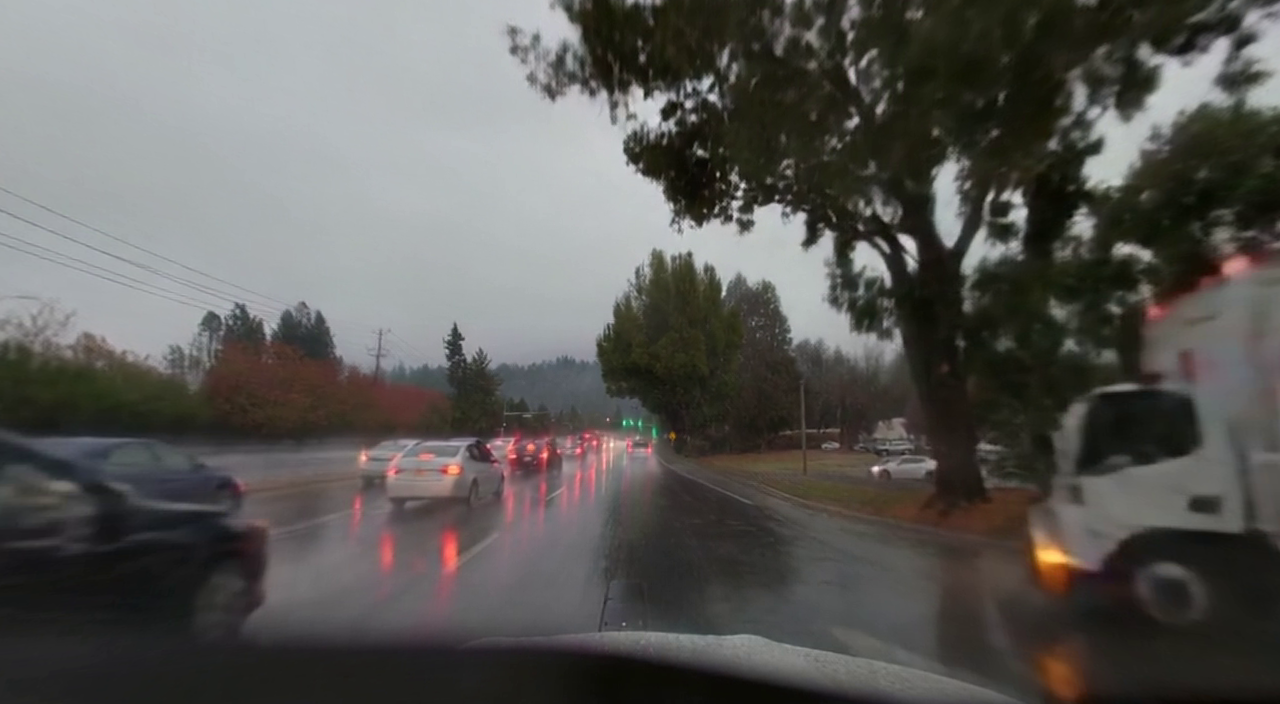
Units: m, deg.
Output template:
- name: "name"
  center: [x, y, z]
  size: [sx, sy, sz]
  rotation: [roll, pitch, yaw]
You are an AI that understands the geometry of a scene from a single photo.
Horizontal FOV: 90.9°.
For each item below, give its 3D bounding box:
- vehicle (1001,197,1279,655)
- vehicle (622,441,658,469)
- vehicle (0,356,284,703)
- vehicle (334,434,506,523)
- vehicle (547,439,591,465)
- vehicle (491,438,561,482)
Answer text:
- name: "vehicle"
  center: [7.382, 0.317, 3.406]
  size: [3.138, 3.120, 8.670]
  rotation: [7, -11, -42]
- name: "vehicle"
  center: [0.004, 5.632, 34.629]
  size: [1.875, 1.453, 3.888]
  rotation: [0, -8, 0]
- name: "vehicle"
  center: [-3.536, 0.812, 2.145]
  size: [2.007, 1.664, 4.431]
  rotation: [0, -8, 1]
- name: "vehicle"
  center: [-4.226, 2.488, 13.012]
  size: [1.904, 1.496, 4.481]
  rotation: [0, -8, 0]
- name: "vehicle"
  center: [-4.173, 5.979, 37.825]
  size: [1.975, 1.447, 4.356]
  rotation: [-1, -8, 2]
- name: "vehicle"
  center: [-4.237, 4.065, 24.106]
  size: [1.871, 1.502, 4.240]
  rotation: [0, -8, 1]
